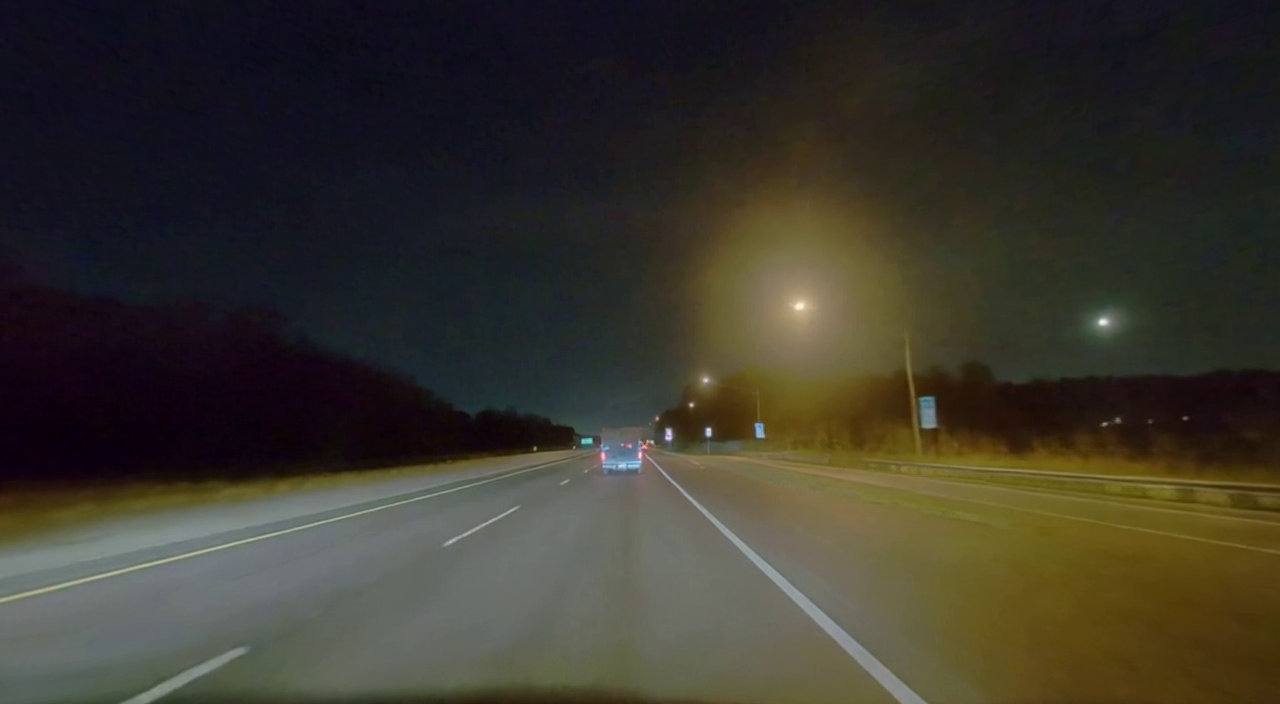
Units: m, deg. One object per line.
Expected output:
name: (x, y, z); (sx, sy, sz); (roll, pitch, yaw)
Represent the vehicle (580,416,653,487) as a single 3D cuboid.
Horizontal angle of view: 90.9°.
vehicle: (-0.764, 3.437, 21.933); (2.248, 2.154, 4.892); (0, -8, -1)
